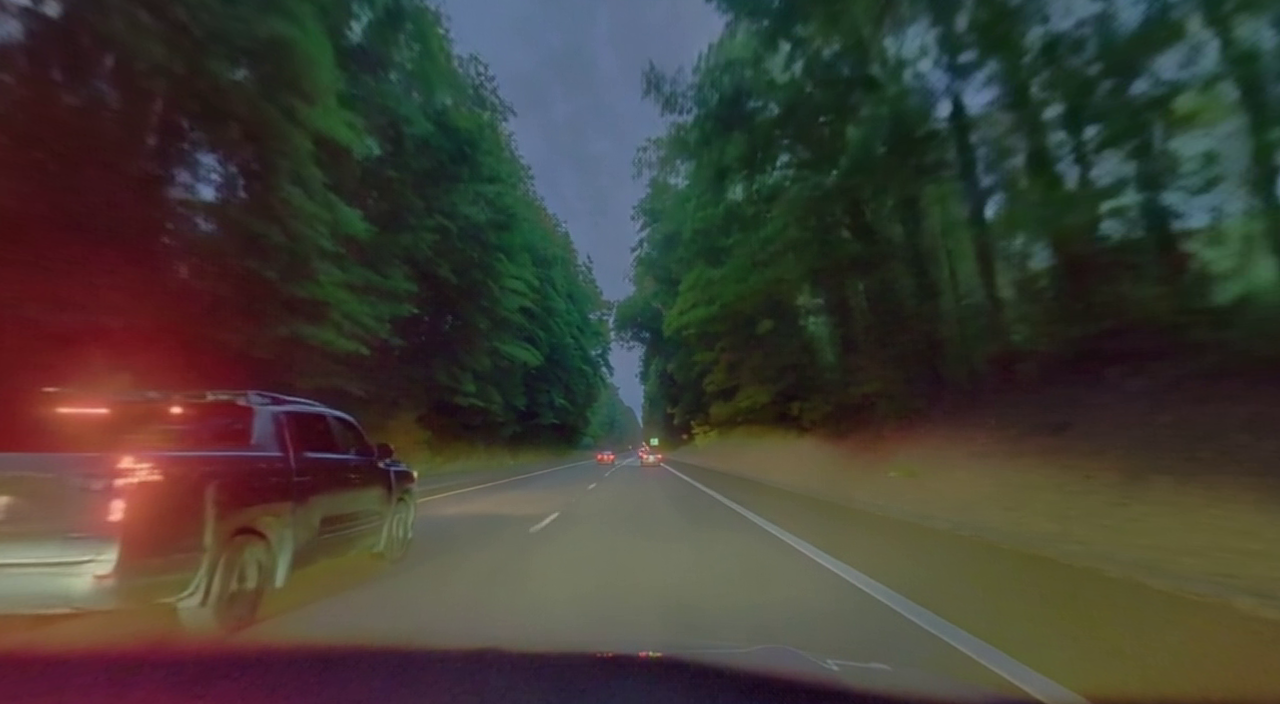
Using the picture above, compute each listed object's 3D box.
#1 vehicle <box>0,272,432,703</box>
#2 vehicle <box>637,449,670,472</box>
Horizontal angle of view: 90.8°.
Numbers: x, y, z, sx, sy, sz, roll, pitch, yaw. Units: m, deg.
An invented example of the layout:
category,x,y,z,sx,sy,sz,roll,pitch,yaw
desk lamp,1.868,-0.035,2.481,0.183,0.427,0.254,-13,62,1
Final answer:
category,x,y,z,sx,sy,sz,roll,pitch,yaw
vehicle,-3.648,1.062,4.799,2.418,2.049,4.930,0,-9,0
vehicle,0.879,7.367,43.079,2.046,1.452,4.407,0,-9,-1
